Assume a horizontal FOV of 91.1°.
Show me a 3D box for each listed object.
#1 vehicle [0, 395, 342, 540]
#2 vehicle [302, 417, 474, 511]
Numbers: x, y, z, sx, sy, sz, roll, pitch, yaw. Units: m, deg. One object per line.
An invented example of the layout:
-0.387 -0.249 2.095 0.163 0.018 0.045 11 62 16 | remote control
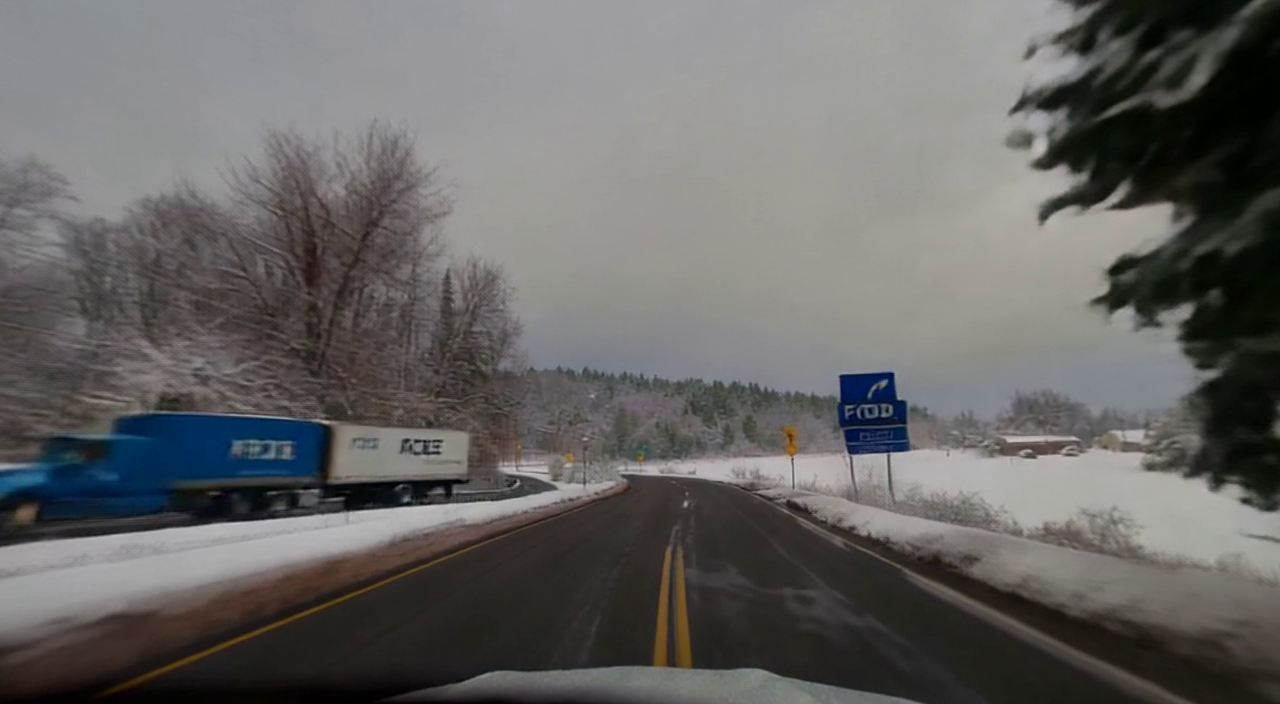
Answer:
-16.917 4.317 23.634 2.952 4.284 9.811 -6 -13 34 | vehicle
-12.333 5.682 31.860 2.935 4.083 7.922 -4 -12 25 | vehicle
